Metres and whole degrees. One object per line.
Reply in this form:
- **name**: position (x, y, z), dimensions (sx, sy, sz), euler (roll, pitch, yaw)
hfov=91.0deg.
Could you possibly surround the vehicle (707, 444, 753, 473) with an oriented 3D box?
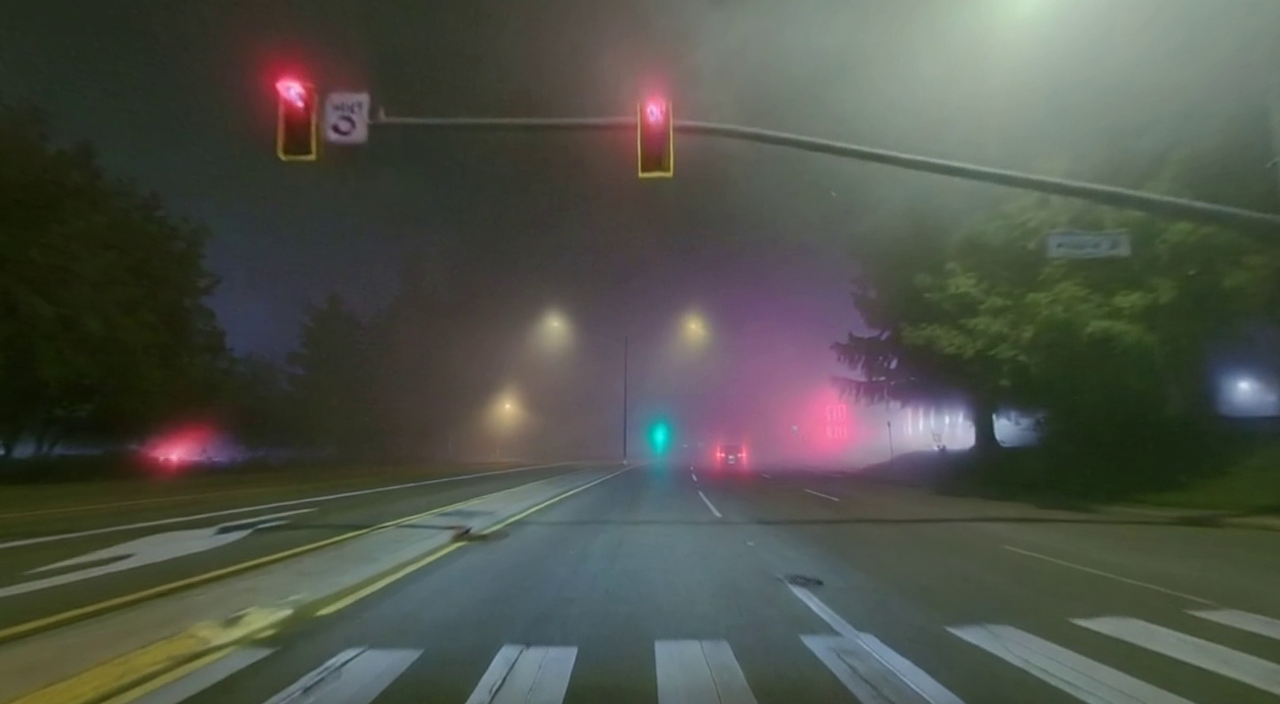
- **vehicle**: position (4.911, 5.891, 34.928), dimensions (2.015, 1.479, 4.444), euler (0, -9, 2)
